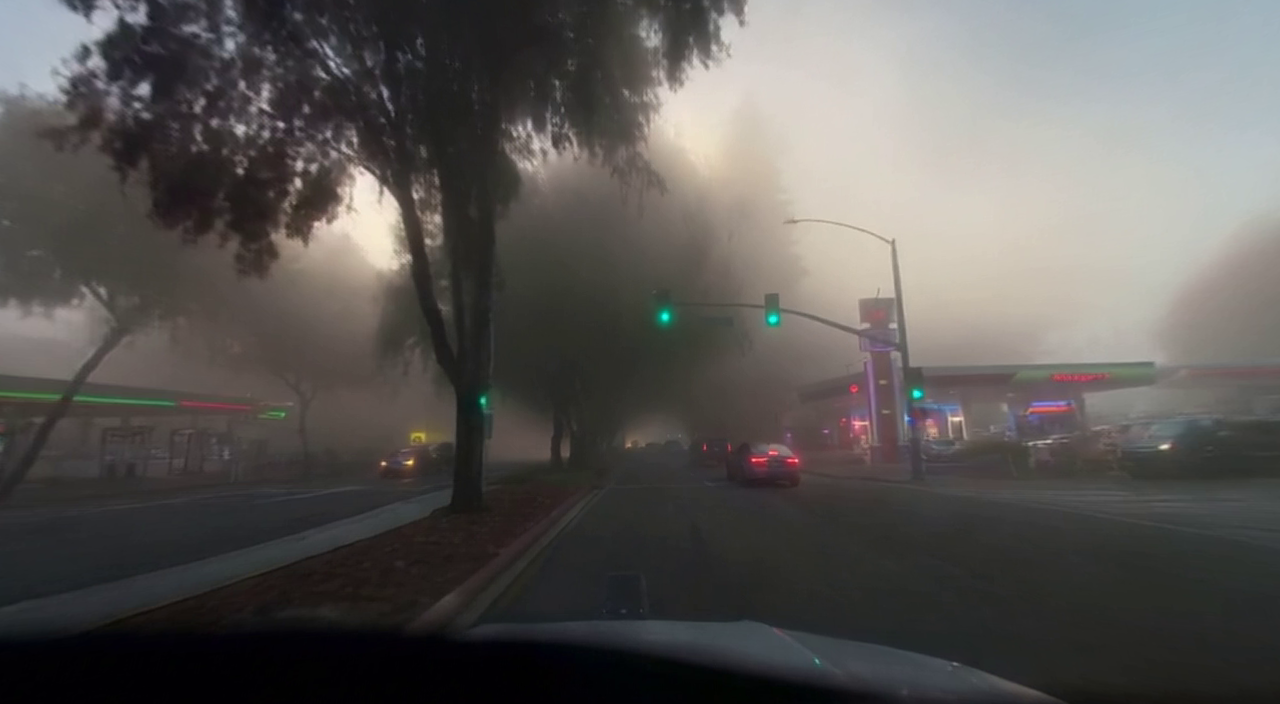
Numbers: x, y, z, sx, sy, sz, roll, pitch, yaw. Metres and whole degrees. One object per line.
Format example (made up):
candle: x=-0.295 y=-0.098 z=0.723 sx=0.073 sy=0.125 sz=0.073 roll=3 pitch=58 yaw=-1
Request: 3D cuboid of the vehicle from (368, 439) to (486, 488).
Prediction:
vehicle: x=-8.102 y=4.250 z=24.589 sx=2.842 sy=1.476 sz=4.980 roll=-3 pitch=-7 yaw=1

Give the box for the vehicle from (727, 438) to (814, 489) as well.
vehicle: x=4.039 y=3.508 z=20.188 sx=1.871 sy=1.442 sz=4.122 roll=0 pitch=-8 yaw=0

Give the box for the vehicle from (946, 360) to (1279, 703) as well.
vehicle: x=3.810 y=0.965 z=3.436 sx=1.875 sy=1.665 sz=4.931 roll=0 pitch=-8 yaw=1

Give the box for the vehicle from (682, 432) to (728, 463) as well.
vehicle: x=4.412 y=6.660 z=43.874 sx=2.611 sy=1.983 sz=5.165 roll=0 pitch=-8 yaw=-1
